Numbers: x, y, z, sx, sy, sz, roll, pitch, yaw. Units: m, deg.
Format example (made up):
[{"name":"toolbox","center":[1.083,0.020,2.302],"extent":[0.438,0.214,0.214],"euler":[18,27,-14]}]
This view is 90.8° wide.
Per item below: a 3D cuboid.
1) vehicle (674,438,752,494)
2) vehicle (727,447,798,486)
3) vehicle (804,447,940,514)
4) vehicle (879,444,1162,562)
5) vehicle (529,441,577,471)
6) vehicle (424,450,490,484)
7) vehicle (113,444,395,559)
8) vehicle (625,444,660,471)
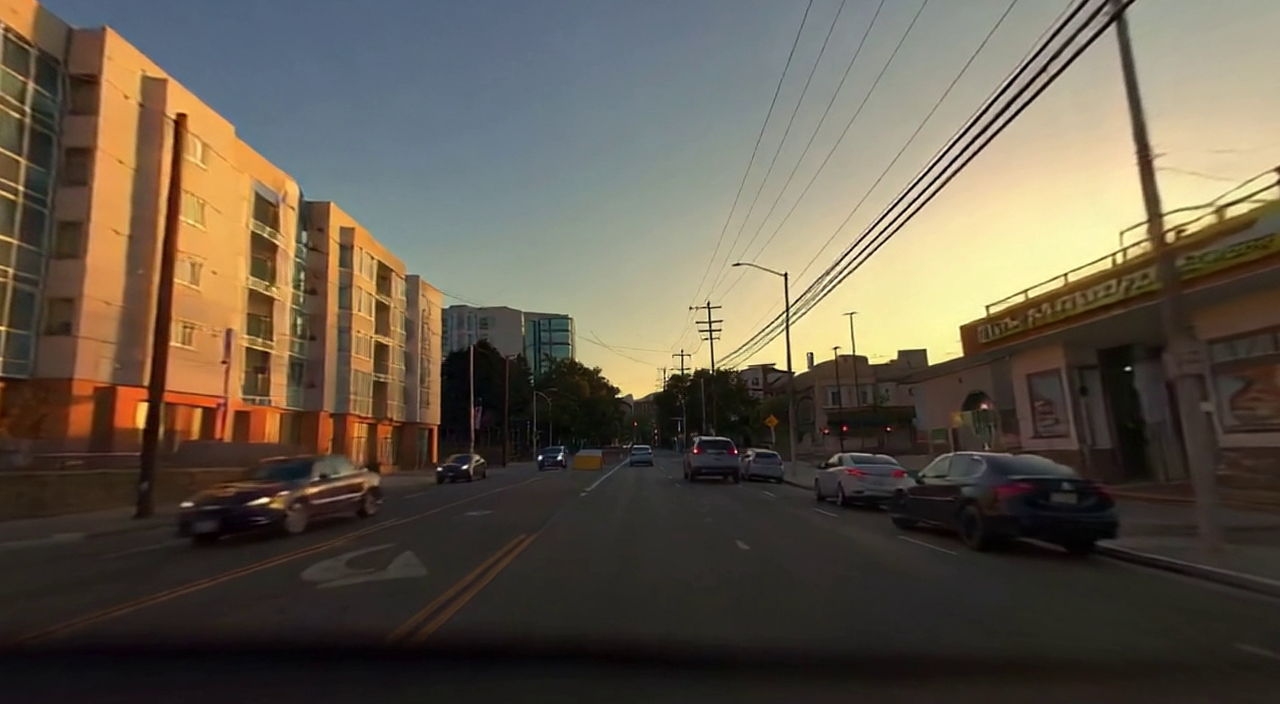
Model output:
[{"name":"vehicle","center":[2.289,3.697,20.933],"extent":[1.945,1.647,4.160],"euler":[0,-8,-2]},{"name":"vehicle","center":[5.155,4.863,27.176],"extent":[1.910,1.477,4.205],"euler":[0,-8,-4]},{"name":"vehicle","center":[5.846,3.262,16.605],"extent":[1.841,1.475,4.518],"euler":[0,-8,0]},{"name":"vehicle","center":[5.813,2.300,10.511],"extent":[1.914,1.513,4.474],"euler":[0,-8,0]},{"name":"vehicle","center":[-5.716,6.952,42.421],"extent":[2.241,1.880,5.665],"euler":[-1,-8,2]},{"name":"vehicle","center":[-8.860,5.584,30.998],"extent":[1.840,1.501,4.563],"euler":[0,-8,1]},{"name":"vehicle","center":[-5.983,2.313,10.583],"extent":[2.033,1.495,4.216],"euler":[0,-8,0]},{"name":"vehicle","center":[0.210,6.345,38.203],"extent":[1.999,1.487,3.939],"euler":[0,-8,1]}]
